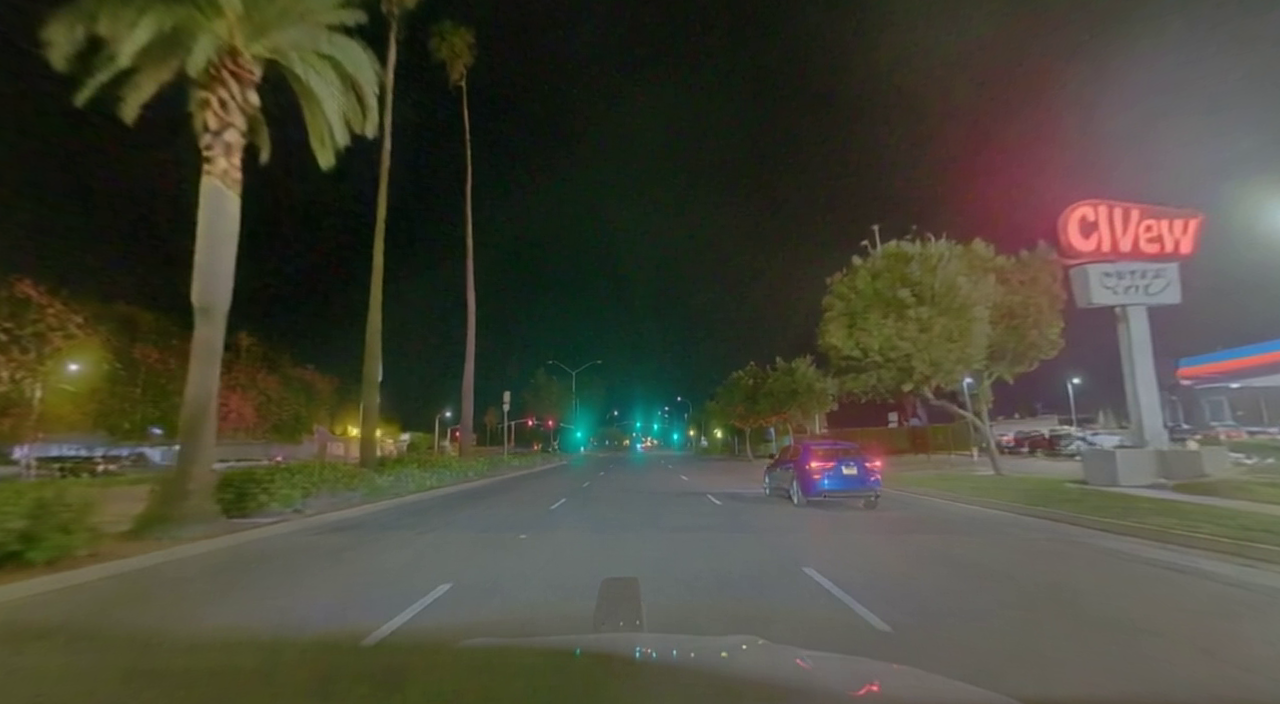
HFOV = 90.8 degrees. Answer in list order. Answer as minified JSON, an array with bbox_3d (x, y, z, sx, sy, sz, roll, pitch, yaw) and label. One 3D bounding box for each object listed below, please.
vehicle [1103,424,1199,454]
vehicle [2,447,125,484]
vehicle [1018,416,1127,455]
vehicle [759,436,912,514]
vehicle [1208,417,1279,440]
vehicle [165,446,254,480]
[{"bbox_3d":[34.703,5.940,42.979,4.676,1.741,1.948,-2,-10,0],"label":"vehicle"},{"bbox_3d":[-33.177,6.519,36.624,2.216,1.965,5.147,0,-8,0],"label":"vehicle"},{"bbox_3d":[29.371,5.736,43.042,5.519,2.389,2.350,-2,-9,1],"label":"vehicle"},{"bbox_3d":[4.082,2.621,14.041,1.978,1.442,4.262,0,-8,-1],"label":"vehicle"},{"bbox_3d":[46.717,5.919,48.877,3.668,1.500,1.642,-8,-11,28],"label":"vehicle"},{"bbox_3d":[-27.699,7.126,40.889,2.091,1.981,4.836,1,-9,3],"label":"vehicle"}]
